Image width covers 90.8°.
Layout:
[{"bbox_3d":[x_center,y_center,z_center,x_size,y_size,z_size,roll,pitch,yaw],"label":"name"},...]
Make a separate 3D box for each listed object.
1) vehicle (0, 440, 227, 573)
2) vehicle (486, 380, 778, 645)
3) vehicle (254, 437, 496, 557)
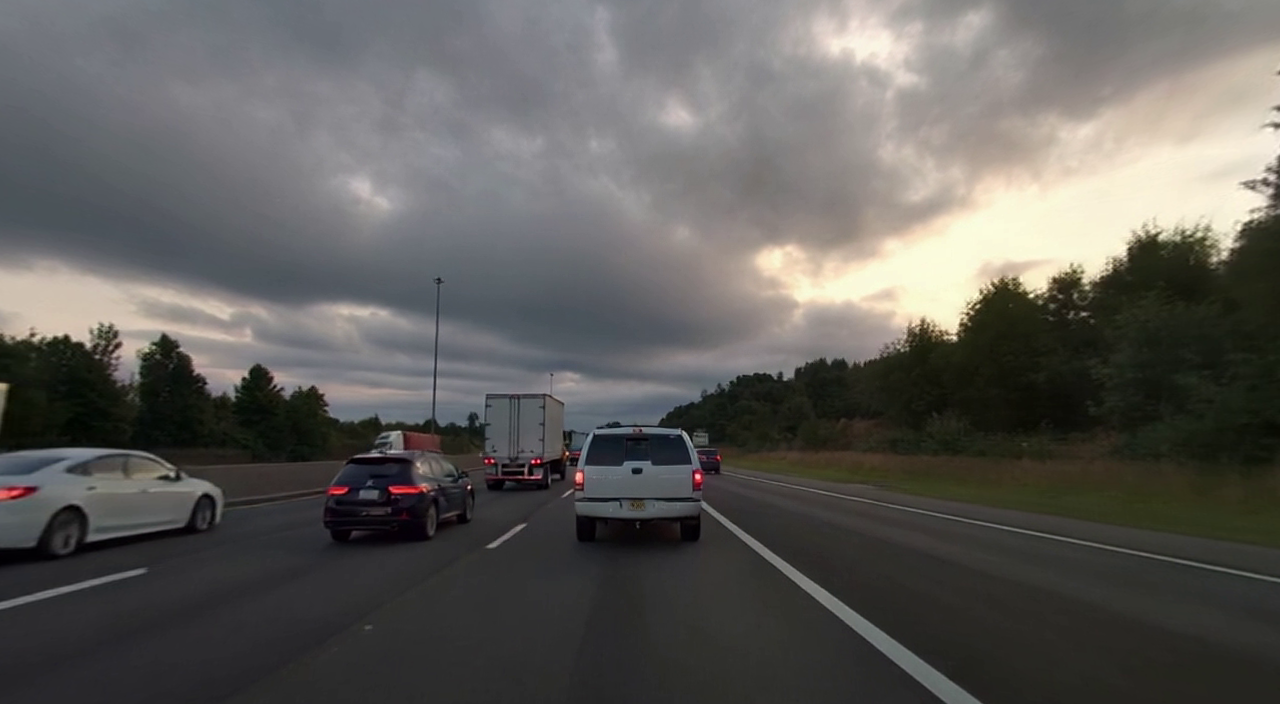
[{"bbox_3d":[-8.097,1.968,8.564,1.874,1.470,4.576,0,-9,0],"label":"vehicle"},{"bbox_3d":[-0.081,1.358,6.106,1.995,1.798,3.380,0,-9,-1],"label":"vehicle"},{"bbox_3d":[-3.909,2.207,10.345,1.986,1.501,4.407,-1,-9,1],"label":"vehicle"}]
